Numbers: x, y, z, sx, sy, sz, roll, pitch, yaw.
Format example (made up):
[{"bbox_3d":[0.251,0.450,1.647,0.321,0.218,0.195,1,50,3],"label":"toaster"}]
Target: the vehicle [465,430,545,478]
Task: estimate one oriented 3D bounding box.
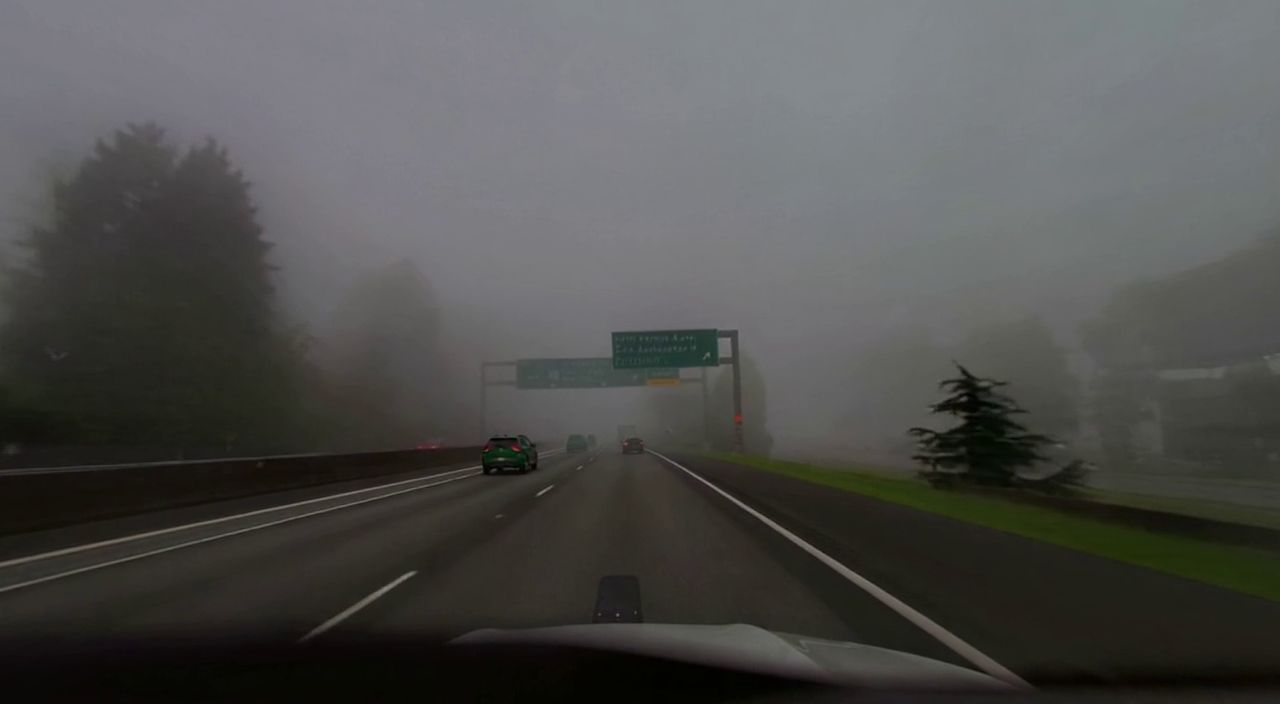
[{"bbox_3d":[-4.560,3.485,21.870,1.959,1.514,3.668,0,-8,0],"label":"vehicle"}]
